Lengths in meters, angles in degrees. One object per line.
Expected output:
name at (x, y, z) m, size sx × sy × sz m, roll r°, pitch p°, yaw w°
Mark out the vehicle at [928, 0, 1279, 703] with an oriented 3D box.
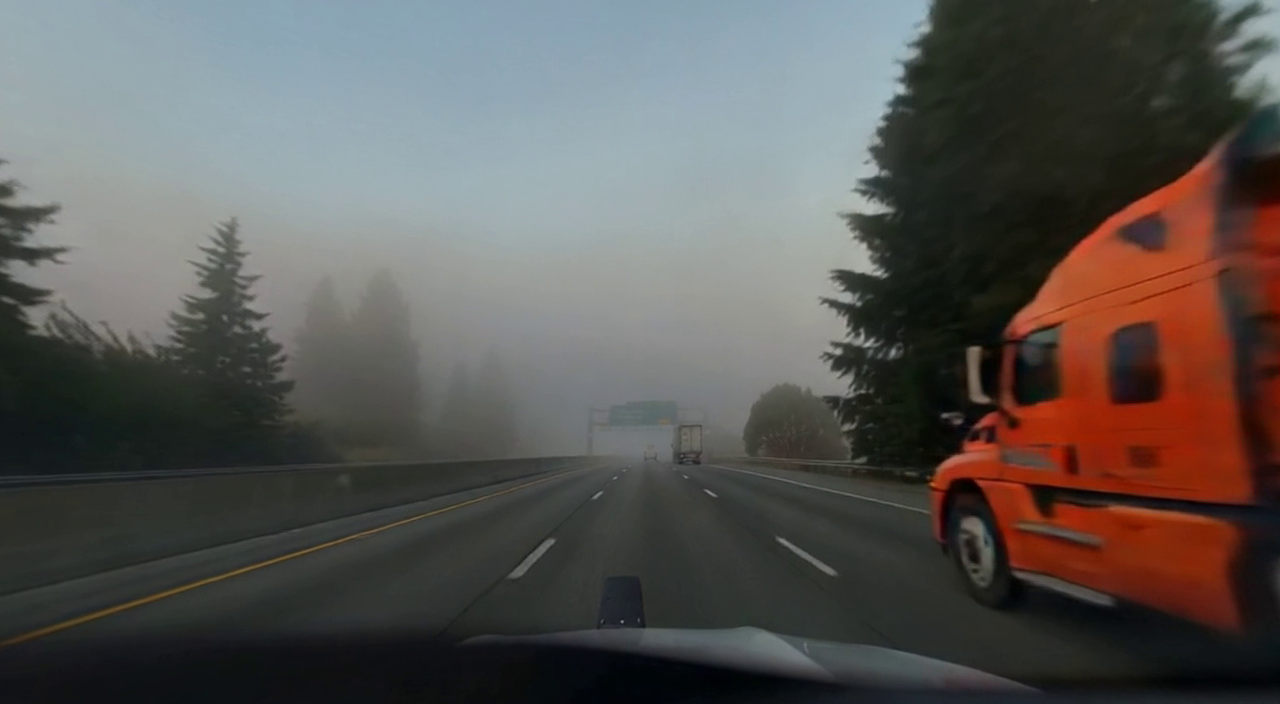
vehicle at (4.065, -0.204, 2.357) m, size 2.992 × 3.789 × 5.892 m, roll 0°, pitch -9°, yaw 0°
